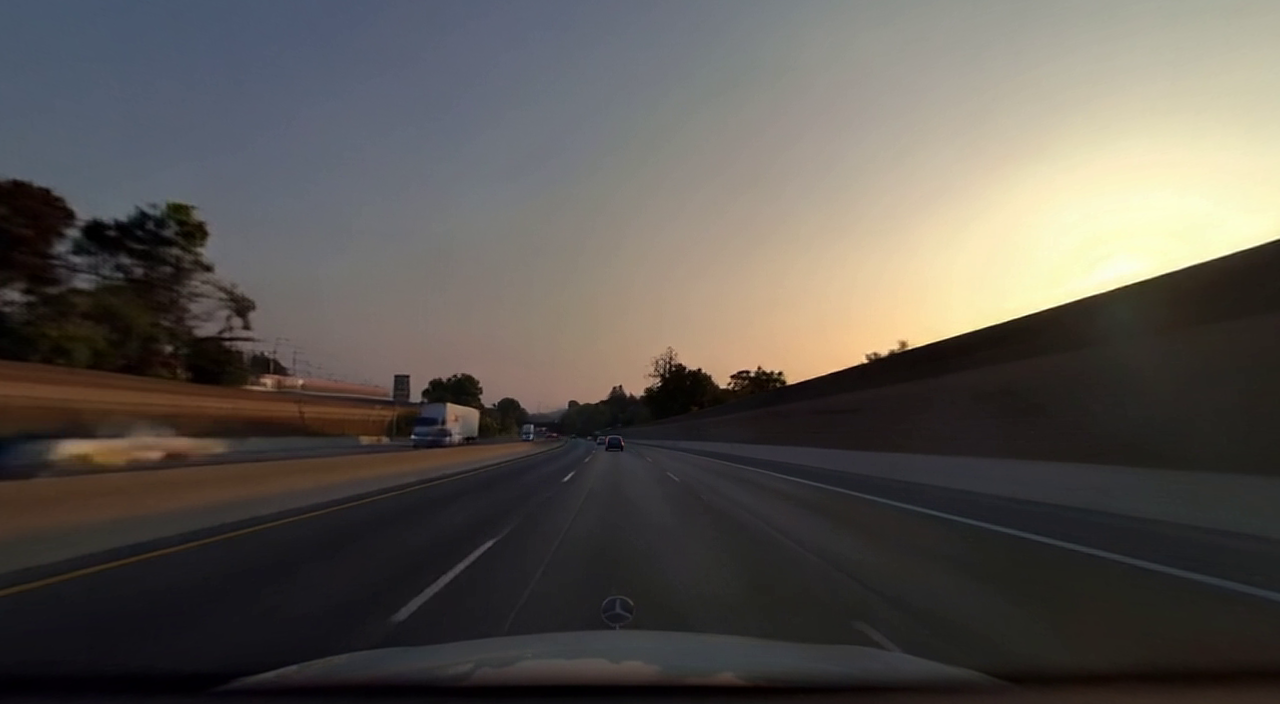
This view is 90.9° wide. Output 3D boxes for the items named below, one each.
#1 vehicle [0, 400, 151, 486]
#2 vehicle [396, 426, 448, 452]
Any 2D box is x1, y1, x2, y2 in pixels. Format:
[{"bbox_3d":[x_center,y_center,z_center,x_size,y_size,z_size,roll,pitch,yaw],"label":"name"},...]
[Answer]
[{"bbox_3d":[-12.604,1.840,12.809,1.939,1.547,4.294,0,-8,-1],"label":"vehicle"},{"bbox_3d":[-13.457,5.409,39.171,1.918,1.510,4.178,0,-8,-2],"label":"vehicle"}]
